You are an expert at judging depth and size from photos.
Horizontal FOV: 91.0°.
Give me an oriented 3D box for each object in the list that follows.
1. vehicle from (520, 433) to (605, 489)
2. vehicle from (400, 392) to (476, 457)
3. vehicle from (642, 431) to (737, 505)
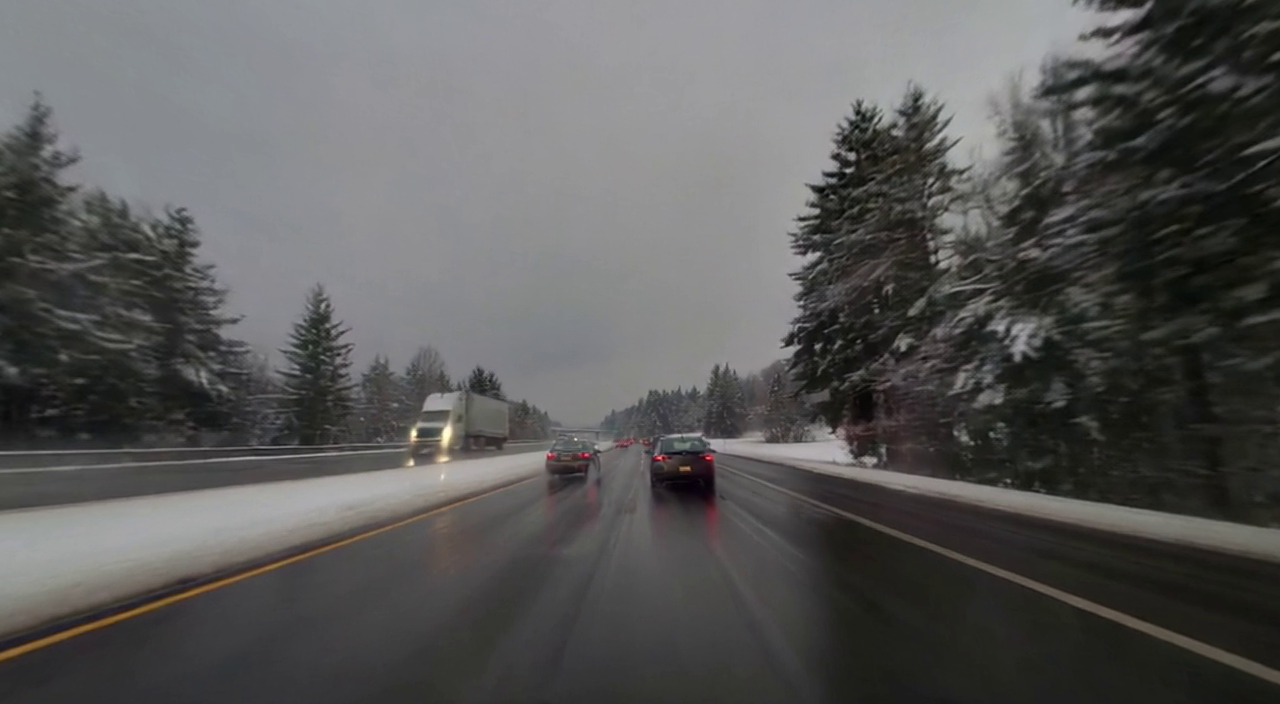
[{"bbox_3d":[-2.334,3.432,20.176,2.178,1.559,4.254,0,-8,0],"label":"vehicle"},{"bbox_3d":[-13.458,4.952,42.589,2.979,4.027,6.468,0,-8,0],"label":"vehicle"},{"bbox_3d":[1.089,2.894,16.246,2.055,1.566,5.046,-1,-8,0],"label":"vehicle"}]
